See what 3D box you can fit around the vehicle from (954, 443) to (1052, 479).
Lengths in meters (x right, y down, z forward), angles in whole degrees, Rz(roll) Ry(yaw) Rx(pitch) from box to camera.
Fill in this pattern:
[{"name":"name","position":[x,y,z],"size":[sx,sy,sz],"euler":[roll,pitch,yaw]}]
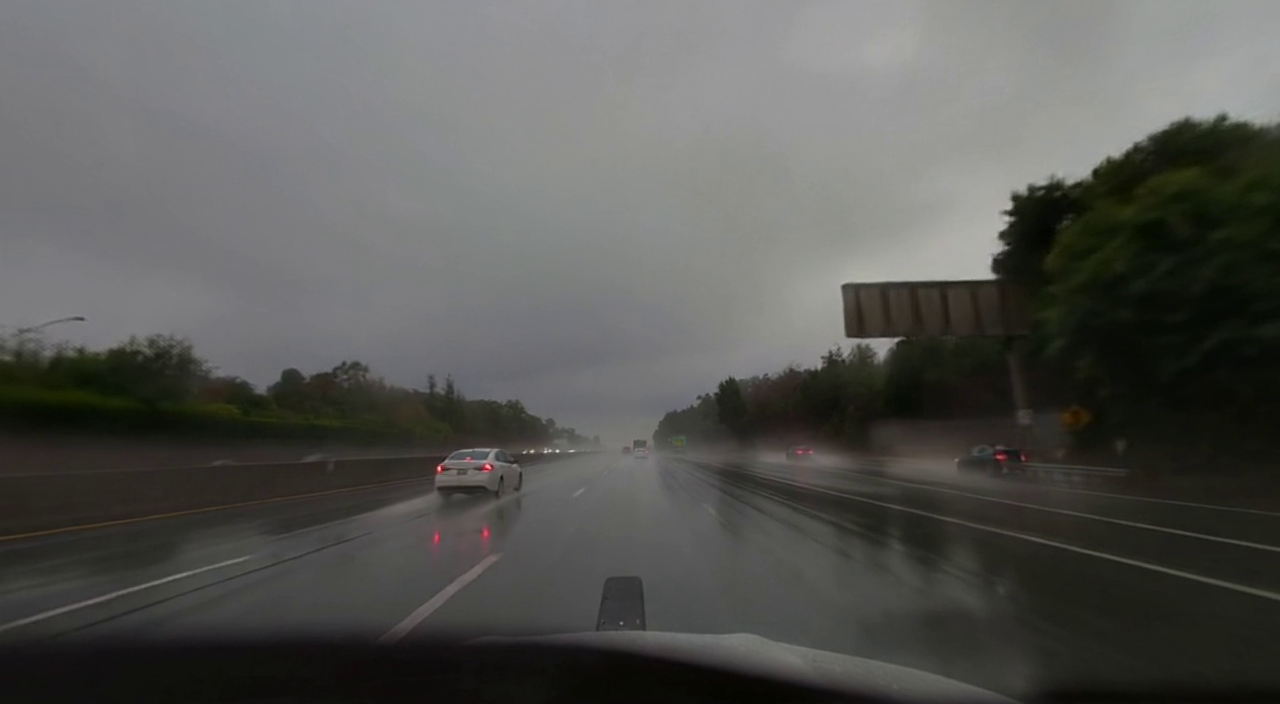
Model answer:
[{"name":"vehicle","position":[15.733,4.743,27.634],"size":[1.805,1.427,4.447],"euler":[-1,-9,3]}]

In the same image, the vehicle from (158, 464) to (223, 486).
[{"name":"vehicle","position":[-34.959,9.531,49.233],"size":[1.800,1.447,4.651],"euler":[-1,-9,-2]}]

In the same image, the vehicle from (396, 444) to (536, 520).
[{"name":"vehicle","position":[-3.743,2.872,14.510],"size":[1.873,1.438,4.546],"euler":[-1,-9,1]}]
